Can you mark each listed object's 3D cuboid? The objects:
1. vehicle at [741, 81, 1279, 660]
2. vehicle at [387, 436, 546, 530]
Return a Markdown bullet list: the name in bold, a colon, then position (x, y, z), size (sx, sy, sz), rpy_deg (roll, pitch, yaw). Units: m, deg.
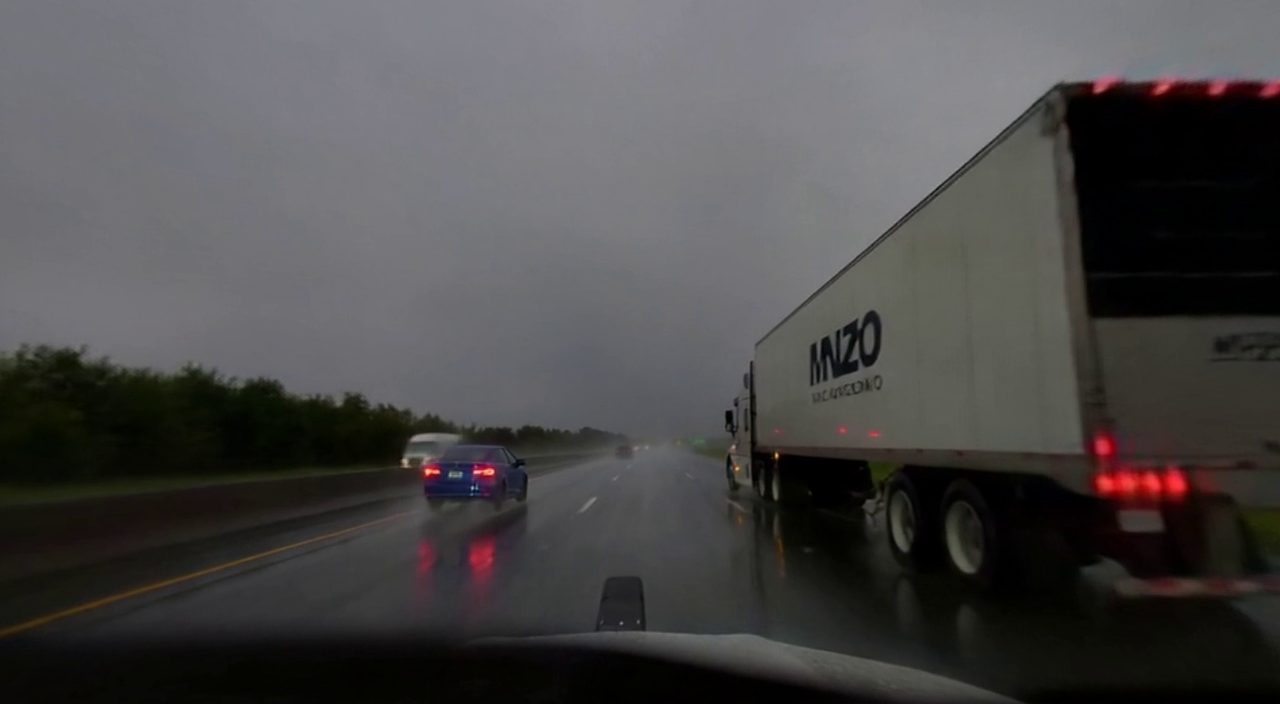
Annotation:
- **vehicle**: position (4.454, 1.034, 11.255), size (2.832, 4.034, 13.924), rpy_deg (0, -9, -1)
- **vehicle**: position (-3.208, 2.504, 12.704), size (1.945, 1.537, 4.294), rpy_deg (0, -9, 1)
